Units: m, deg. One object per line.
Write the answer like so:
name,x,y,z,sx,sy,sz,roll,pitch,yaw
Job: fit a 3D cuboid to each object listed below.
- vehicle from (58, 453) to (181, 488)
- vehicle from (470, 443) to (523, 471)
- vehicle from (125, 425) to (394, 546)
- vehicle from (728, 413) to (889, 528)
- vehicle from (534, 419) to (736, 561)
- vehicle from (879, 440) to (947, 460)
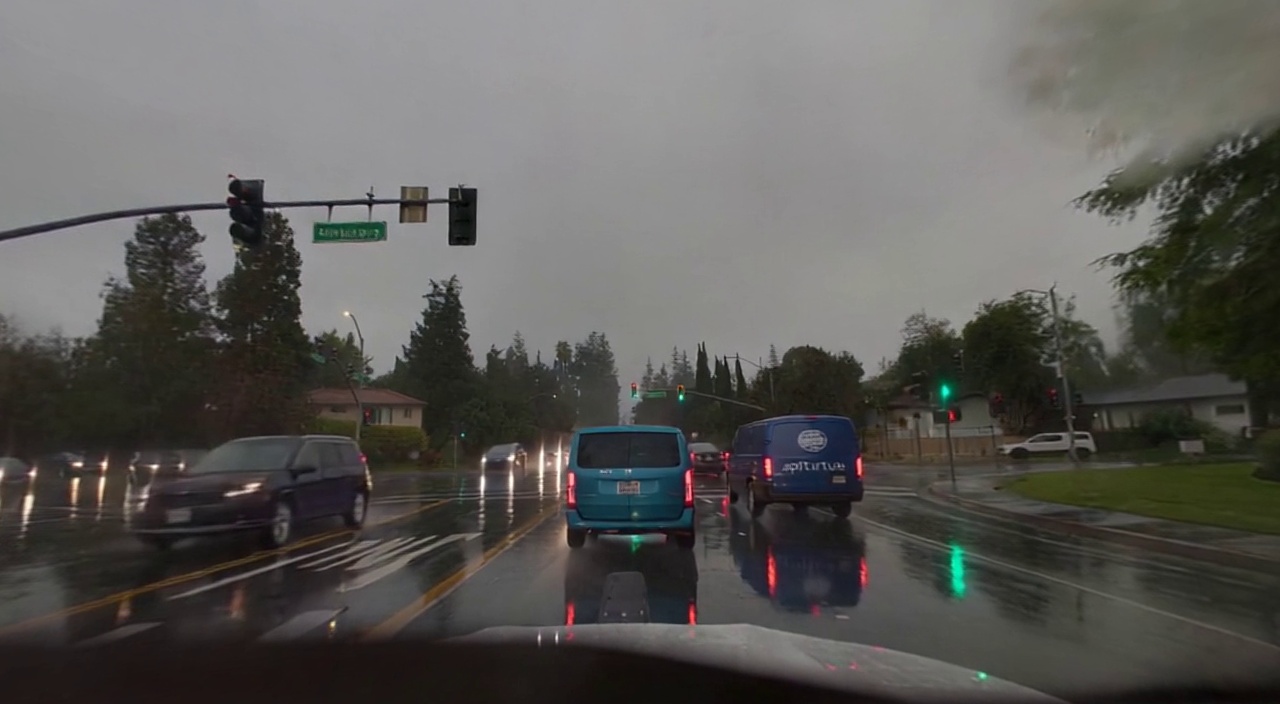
vehicle,-25.268,5.754,30.618,4.073,1.603,1.920,1,-9,-8
vehicle,-9.753,7.206,43.219,2.394,1.815,4.818,0,-8,2
vehicle,-6.615,2.343,11.781,2.070,1.775,4.703,0,-8,0
vehicle,3.141,2.314,12.793,2.059,1.924,4.257,0,-8,0
vehicle,-0.066,1.923,9.502,2.321,1.624,4.367,0,-8,0
vehicle,20.843,7.520,48.033,4.377,1.483,1.801,1,-9,-7
